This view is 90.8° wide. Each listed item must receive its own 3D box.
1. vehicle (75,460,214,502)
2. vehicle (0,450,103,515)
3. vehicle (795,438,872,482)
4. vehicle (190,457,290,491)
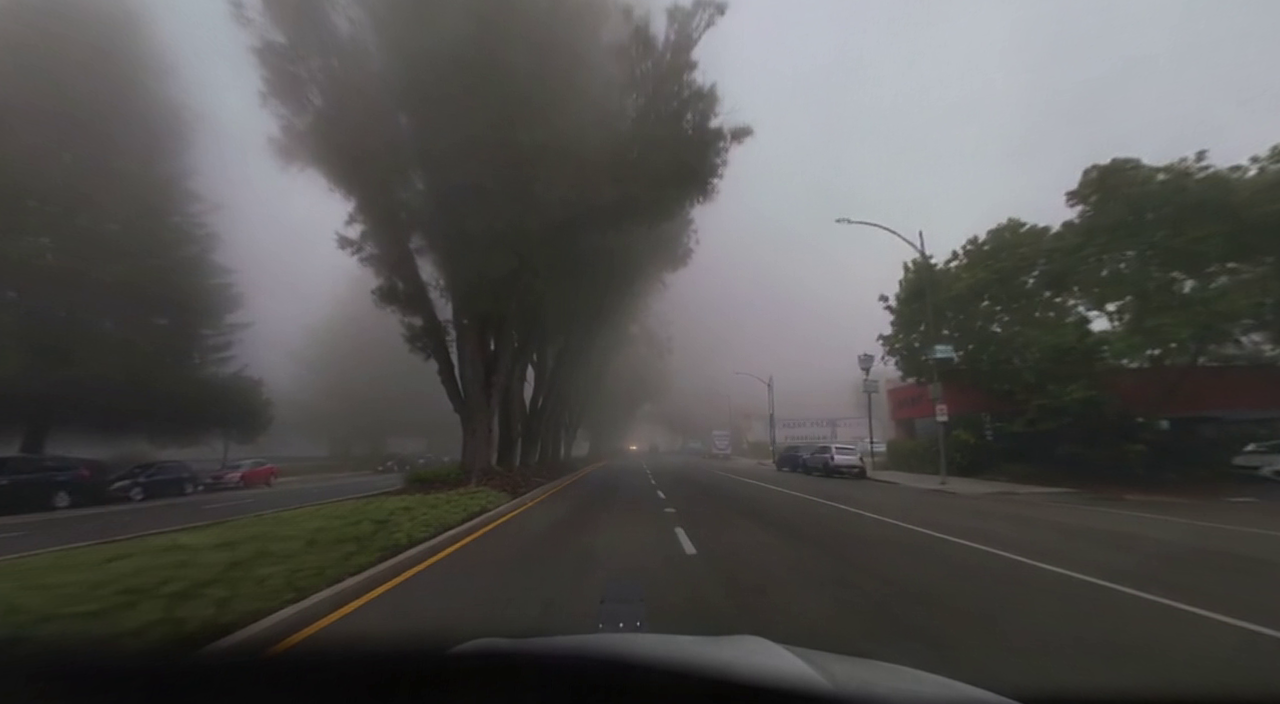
[{"bbox_3d":[-19.841,5.152,25.626,1.795,1.452,4.718,0,-9,1],"label":"vehicle"},{"bbox_3d":[-20.112,3.969,19.283,2.208,1.882,5.826,-1,-9,2],"label":"vehicle"},{"bbox_3d":[9.030,5.076,29.848,1.994,1.738,4.622,5,-9,-2],"label":"vehicle"},{"bbox_3d":[-19.809,6.031,31.565,1.840,1.464,4.781,0,-9,1],"label":"vehicle"}]
